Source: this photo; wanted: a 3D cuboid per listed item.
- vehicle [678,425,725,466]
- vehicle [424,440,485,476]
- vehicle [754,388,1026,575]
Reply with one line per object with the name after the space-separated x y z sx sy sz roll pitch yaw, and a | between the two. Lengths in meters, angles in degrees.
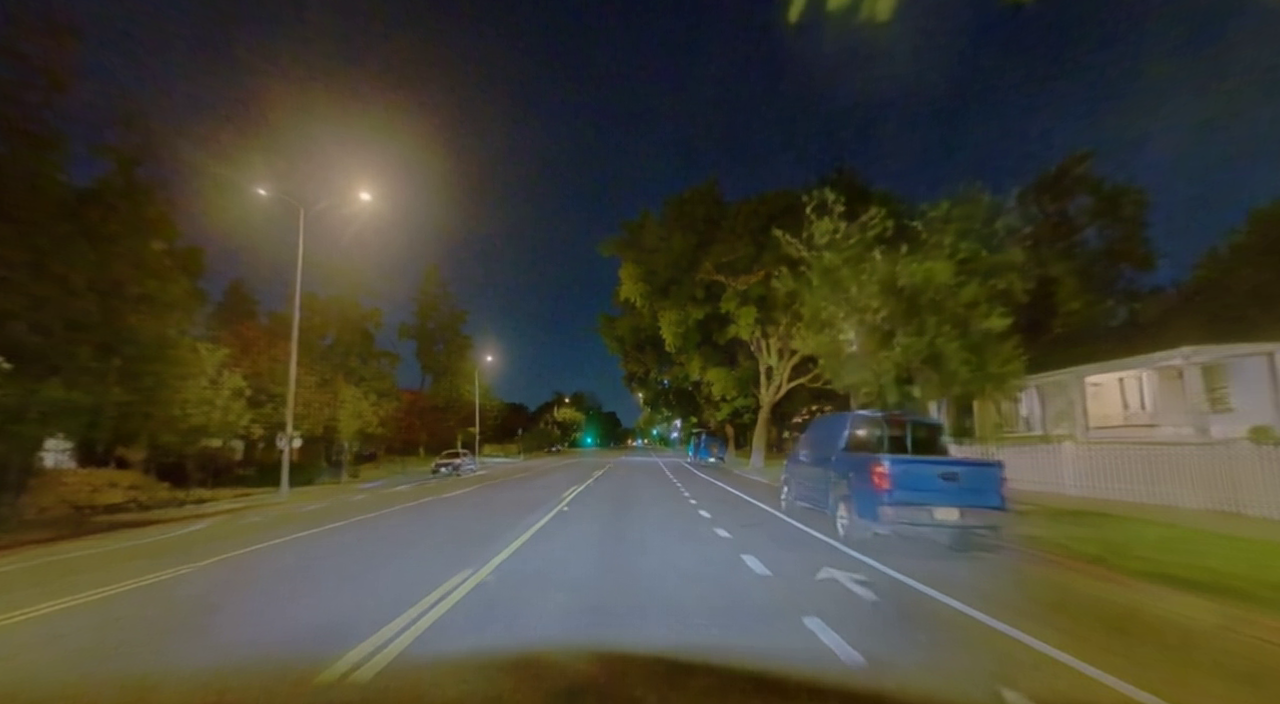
3.954 6.106 41.442 2.459 2.452 5.731 1 -8 -1 | vehicle
-11.195 6.386 38.454 2.301 1.855 4.983 -4 -8 -1 | vehicle
3.738 2.050 11.039 2.504 2.114 6.073 5 -8 3 | vehicle
